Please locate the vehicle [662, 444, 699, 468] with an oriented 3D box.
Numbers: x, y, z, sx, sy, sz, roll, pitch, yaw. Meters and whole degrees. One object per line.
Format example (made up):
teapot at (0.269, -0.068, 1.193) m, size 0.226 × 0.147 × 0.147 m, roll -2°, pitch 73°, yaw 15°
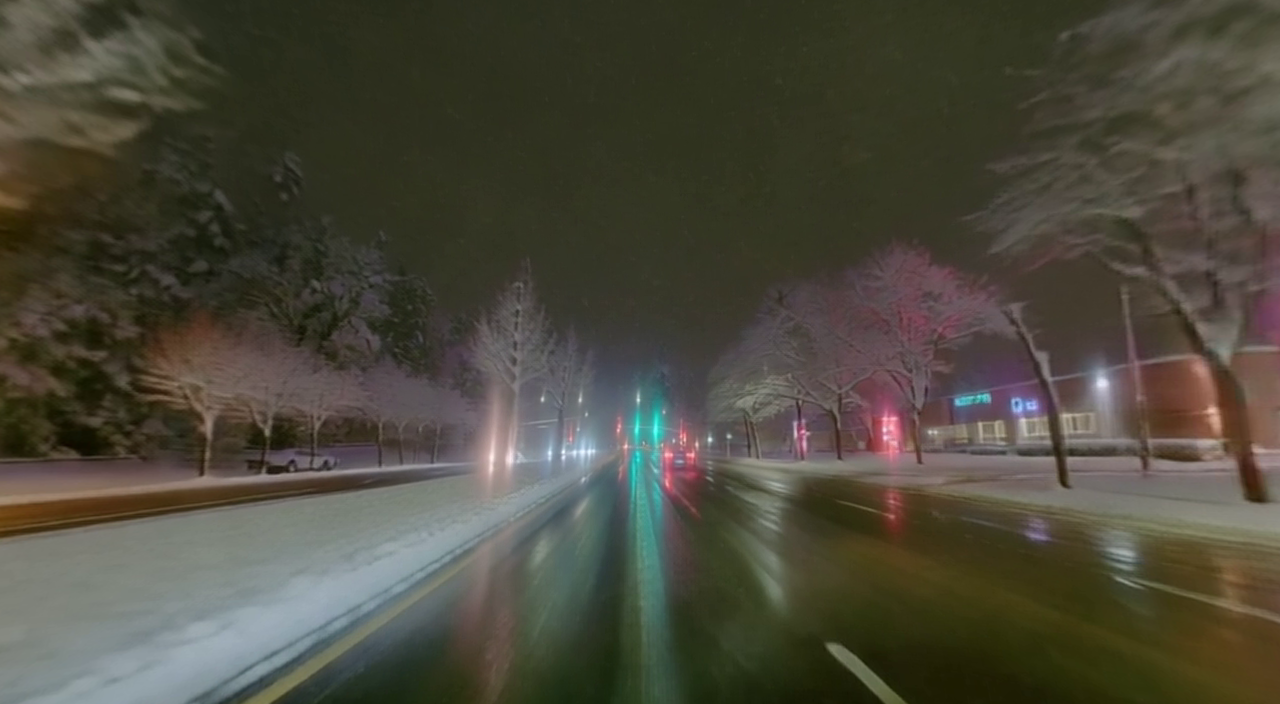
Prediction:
vehicle at (2.635, 6.899, 41.905) m, size 2.015 × 1.479 × 4.444 m, roll 0°, pitch -9°, yaw -2°
